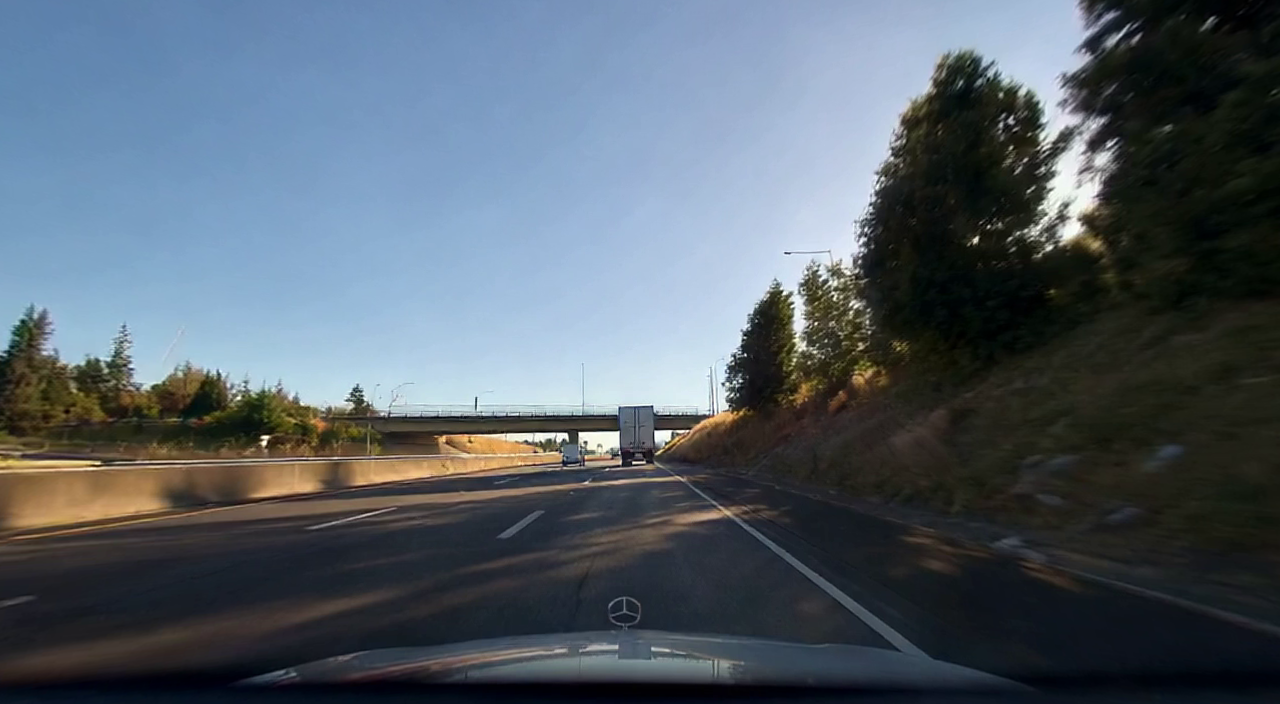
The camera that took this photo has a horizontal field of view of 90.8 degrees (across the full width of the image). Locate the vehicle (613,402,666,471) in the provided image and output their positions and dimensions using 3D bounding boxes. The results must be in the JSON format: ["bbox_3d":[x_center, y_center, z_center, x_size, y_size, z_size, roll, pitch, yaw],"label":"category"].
[{"bbox_3d":[-0.186,5.844,42.747,3.033,3.985,12.383,0,-9,-1],"label":"vehicle"}]

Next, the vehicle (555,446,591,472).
[{"bbox_3d":[-4.354,6.978,41.392,2.005,1.595,4.253,0,-9,-2],"label":"vehicle"}]
